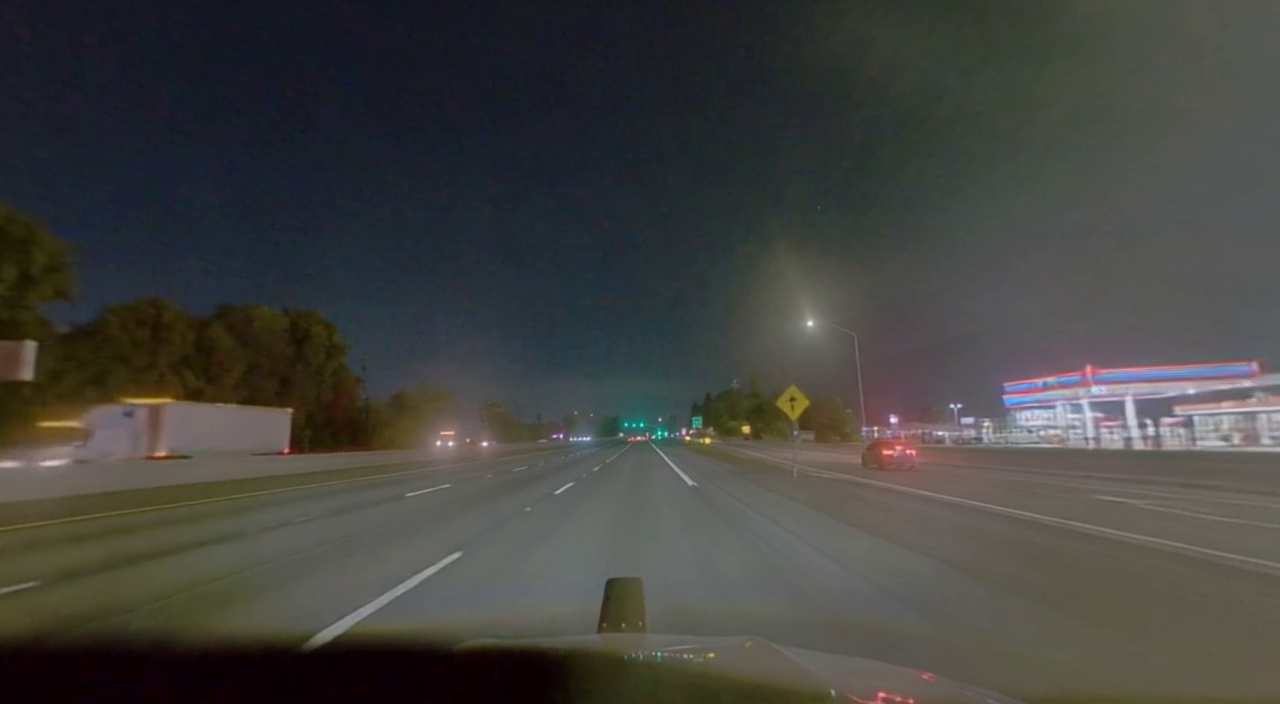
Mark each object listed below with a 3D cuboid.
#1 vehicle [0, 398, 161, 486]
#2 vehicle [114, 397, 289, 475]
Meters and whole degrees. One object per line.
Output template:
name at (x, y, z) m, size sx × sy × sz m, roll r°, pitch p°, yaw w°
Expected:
vehicle at (-28.325, 4.531, 31.800) m, size 3.372 × 3.925 × 6.100 m, roll 0°, pitch -8°, yaw -1°
vehicle at (-28.452, 5.685, 42.151) m, size 3.134 × 4.422 × 12.041 m, roll 0°, pitch -8°, yaw -1°
